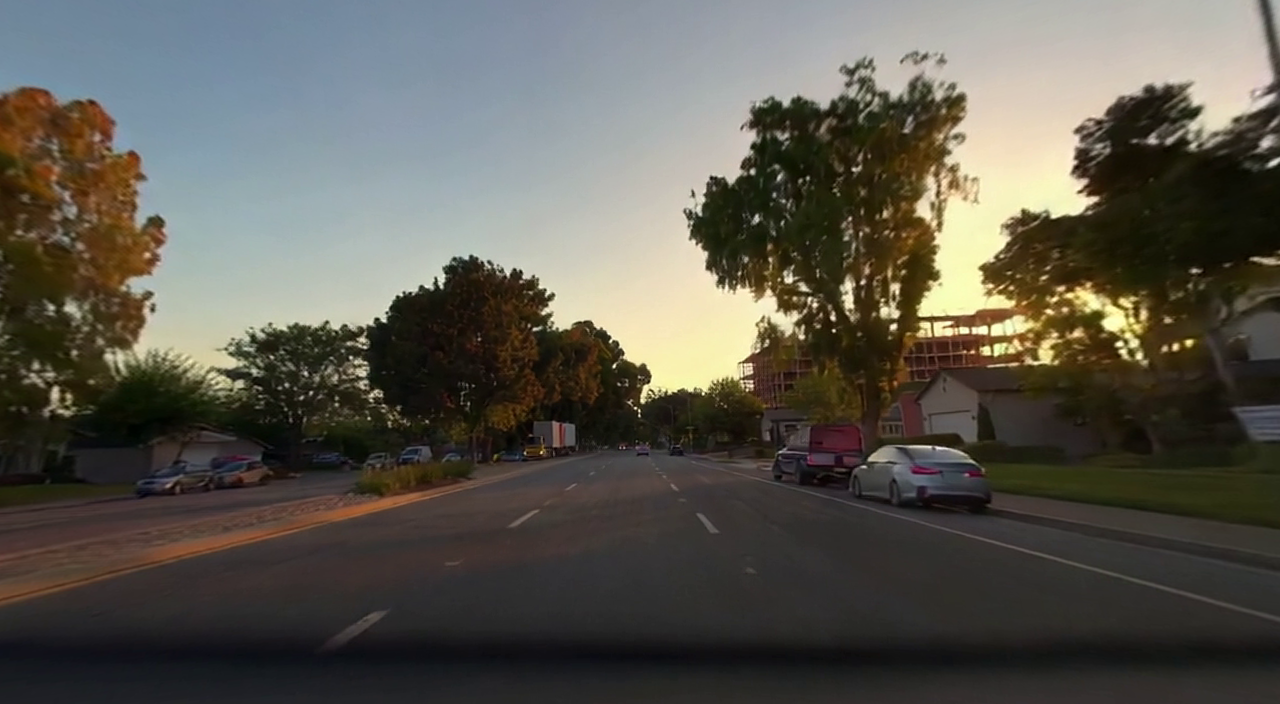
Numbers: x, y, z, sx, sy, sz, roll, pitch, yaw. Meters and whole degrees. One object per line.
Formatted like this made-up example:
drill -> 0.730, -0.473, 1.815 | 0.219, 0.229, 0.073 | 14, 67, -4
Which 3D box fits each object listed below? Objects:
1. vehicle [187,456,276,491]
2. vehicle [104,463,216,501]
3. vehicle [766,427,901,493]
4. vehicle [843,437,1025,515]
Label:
vehicle -> -22.973, 6.815, 35.531 | 2.006, 1.755, 4.476 | 0, -8, -1
vehicle -> -22.958, 6.196, 30.294 | 1.862, 1.458, 4.701 | 0, -8, -2
vehicle -> 6.310, 3.640, 21.677 | 2.513, 1.890, 6.666 | 0, -8, 0
vehicle -> 6.416, 2.727, 14.424 | 1.860, 1.467, 4.576 | 0, -8, -2
